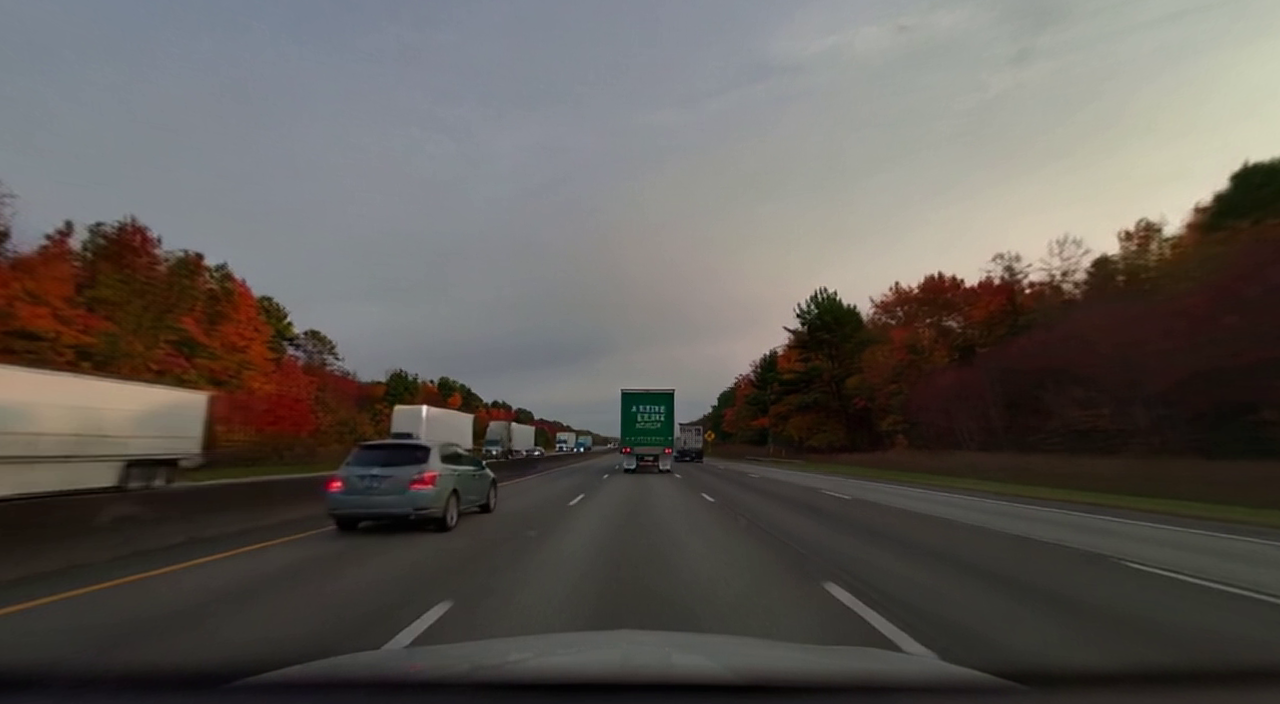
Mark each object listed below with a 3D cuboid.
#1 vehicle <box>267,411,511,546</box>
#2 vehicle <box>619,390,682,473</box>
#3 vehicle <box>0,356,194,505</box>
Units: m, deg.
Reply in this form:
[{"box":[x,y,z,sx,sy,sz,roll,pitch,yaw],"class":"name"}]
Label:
[{"box":[-3.704,1.969,10.404,2.097,1.711,4.594,0,-9,0],"class":"vehicle"},{"box":[0.496,4.701,36.222,3.057,4.073,10.792,0,-9,0],"class":"vehicle"},{"box":[-20.188,2.401,18.977,3.098,4.280,13.902,0,-9,0],"class":"vehicle"}]
